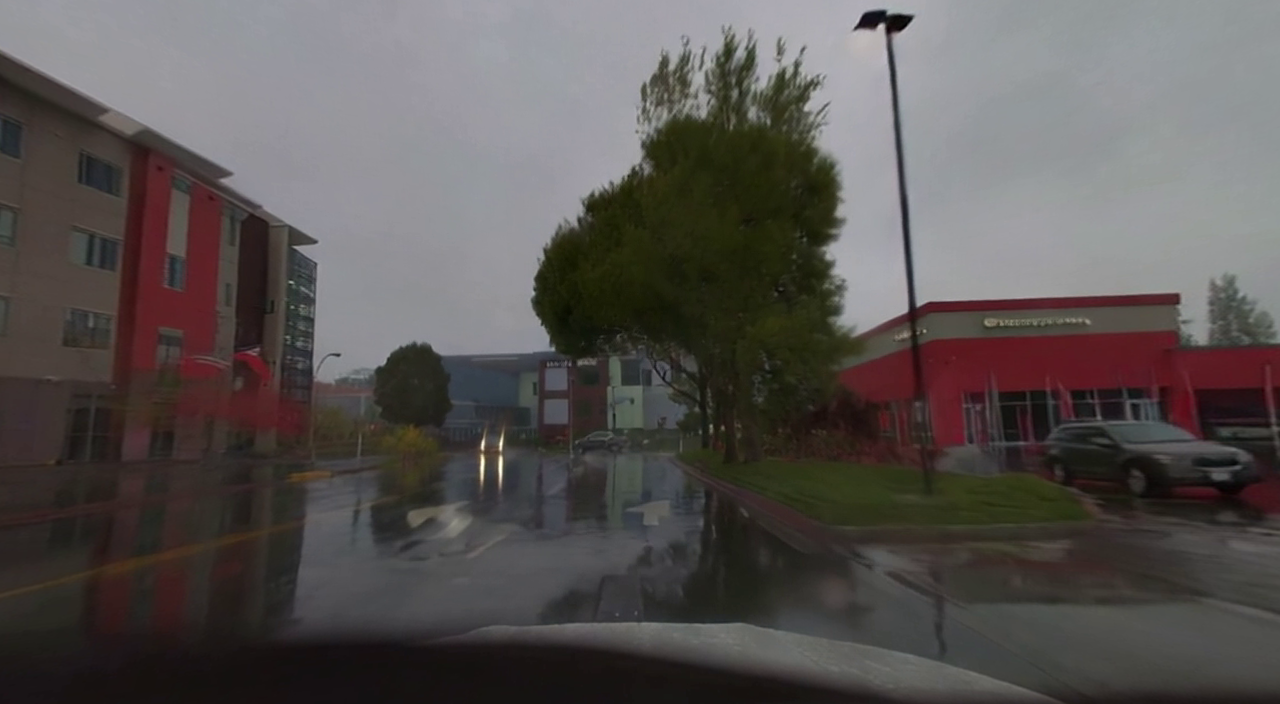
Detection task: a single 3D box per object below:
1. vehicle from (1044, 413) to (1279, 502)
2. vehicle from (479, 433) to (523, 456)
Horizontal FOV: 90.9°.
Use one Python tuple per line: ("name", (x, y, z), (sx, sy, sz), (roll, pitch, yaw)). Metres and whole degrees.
("vehicle", (10.242, 2.070, 12.702), (1.769, 1.516, 3.520), (0, -8, -1))
("vehicle", (-9.275, 6.187, 42.271), (1.919, 1.484, 3.879), (-1, -8, 3))
